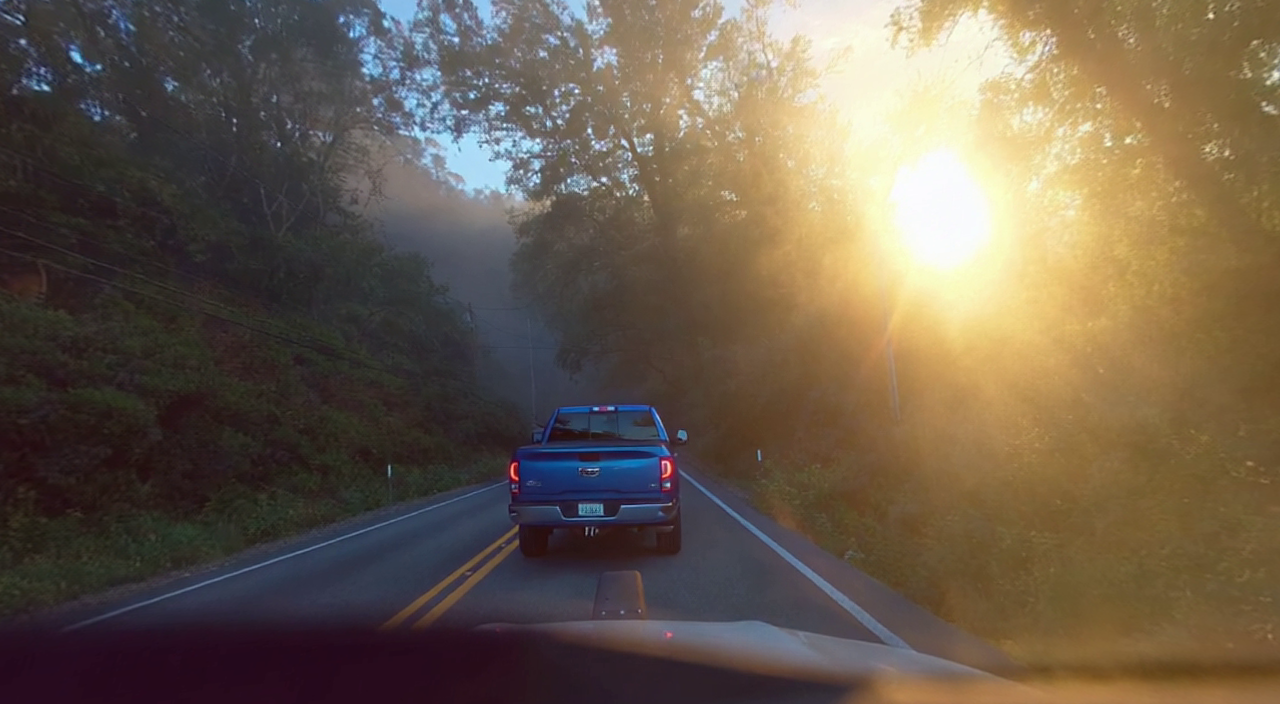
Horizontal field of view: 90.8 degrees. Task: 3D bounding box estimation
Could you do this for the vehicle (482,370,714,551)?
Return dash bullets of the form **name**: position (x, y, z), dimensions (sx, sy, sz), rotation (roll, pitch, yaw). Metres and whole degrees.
- **vehicle**: position (-0.550, 1.762, 10.794), dimensions (2.837, 2.223, 5.885), rotation (0, -8, -1)
